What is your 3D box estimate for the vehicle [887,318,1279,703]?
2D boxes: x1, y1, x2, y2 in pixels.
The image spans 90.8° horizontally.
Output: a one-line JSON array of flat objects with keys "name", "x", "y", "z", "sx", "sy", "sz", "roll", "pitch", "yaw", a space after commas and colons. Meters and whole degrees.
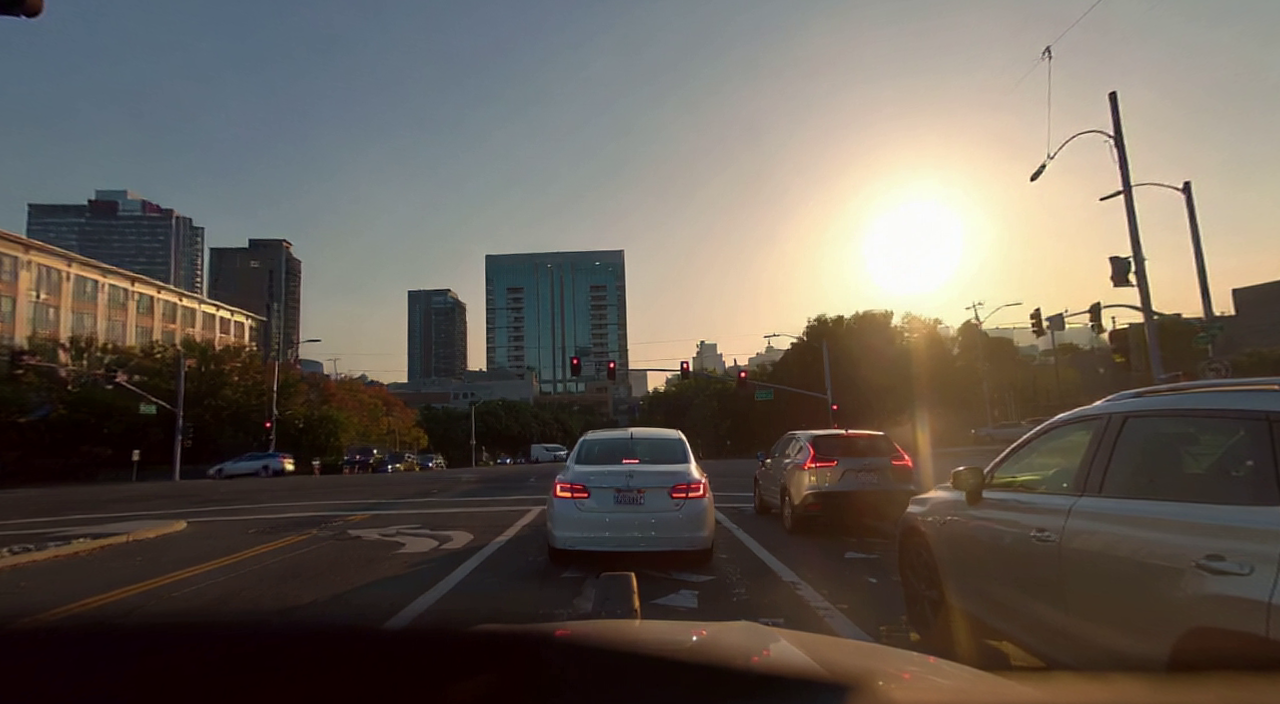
[{"name": "vehicle", "x": 3.003, "y": 0.865, "z": 2.674, "sx": 2.103, "sy": 1.701, "sz": 4.294, "roll": 0, "pitch": -8, "yaw": -1}]

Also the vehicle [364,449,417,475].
[{"name": "vehicle", "x": -18.755, "y": 8.261, "z": 47.763, "sx": 2.026, "sy": 1.836, "sz": 4.726, "roll": 0, "pitch": -8, "yaw": 0}]

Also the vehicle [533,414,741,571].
[{"name": "vehicle", "x": -0.079, "y": 1.783, "z": 8.760, "sx": 2.188, "sy": 1.637, "sz": 4.027, "roll": 0, "pitch": -8, "yaw": -1}]

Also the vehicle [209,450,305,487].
[{"name": "vehicle", "x": -20.623, "y": 6.236, "z": 34.048, "sx": 4.448, "sy": 1.837, "sz": 2.021, "roll": -3, "pitch": -9, "yaw": 21}]

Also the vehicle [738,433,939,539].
[{"name": "vehicle", "x": 3.144, "y": 2.216, "z": 11.154, "sx": 2.001, "sy": 1.463, "sz": 4.398, "roll": 0, "pitch": -8, "yaw": -2}]
